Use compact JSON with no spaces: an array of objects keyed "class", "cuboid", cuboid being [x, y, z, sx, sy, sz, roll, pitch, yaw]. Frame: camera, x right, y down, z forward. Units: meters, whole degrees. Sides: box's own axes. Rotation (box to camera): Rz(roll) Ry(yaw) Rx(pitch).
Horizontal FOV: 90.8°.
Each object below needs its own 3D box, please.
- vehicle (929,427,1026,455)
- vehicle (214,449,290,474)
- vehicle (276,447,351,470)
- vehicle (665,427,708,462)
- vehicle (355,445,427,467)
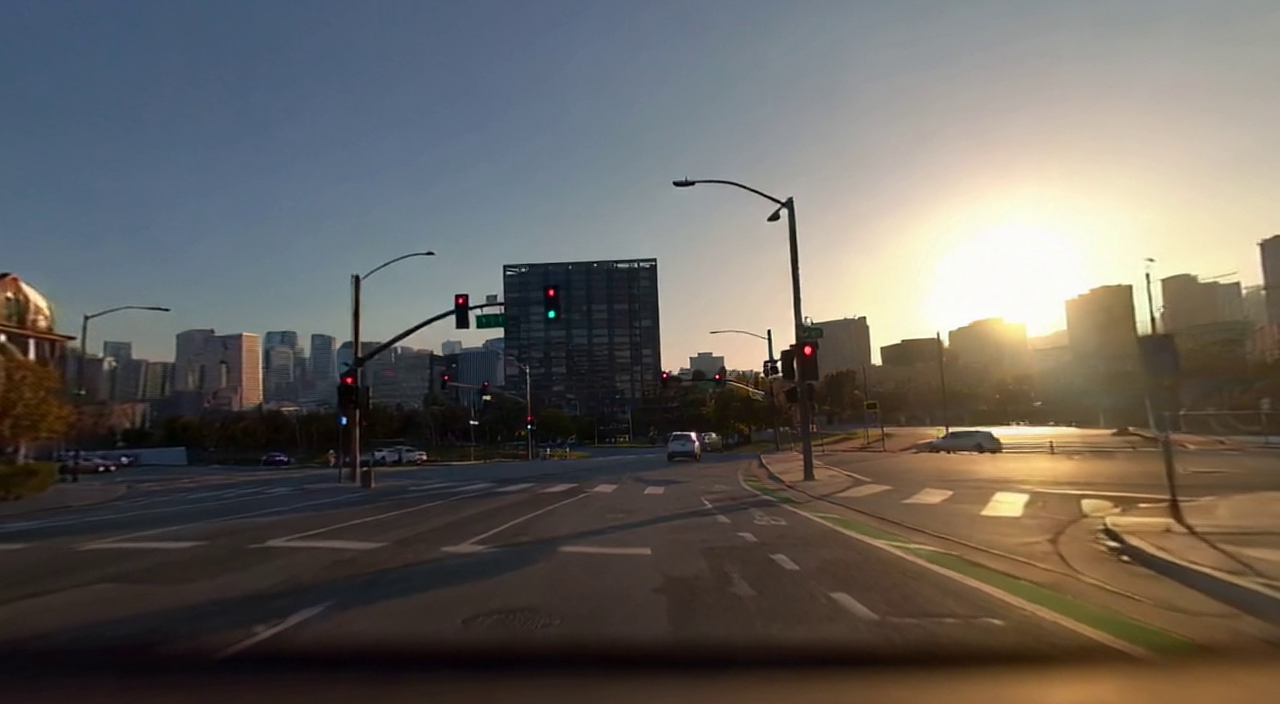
[{"class":"vehicle","cuboid":[20.533,5.445,38.701,4.952,1.517,1.997,-5,-7,22]},{"class":"vehicle","cuboid":[-25.658,7.212,41.781,4.359,1.508,1.980,-3,-9,21]},{"class":"vehicle","cuboid":[-22.544,7.300,43.561,4.601,1.521,1.941,-3,-9,21]},{"class":"vehicle","cuboid":[2.707,5.238,35.782,2.230,1.827,4.298,-1,-8,7]},{"class":"vehicle","cuboid":[-17.979,7.457,45.566,4.643,1.485,2.016,-3,-9,21]}]
